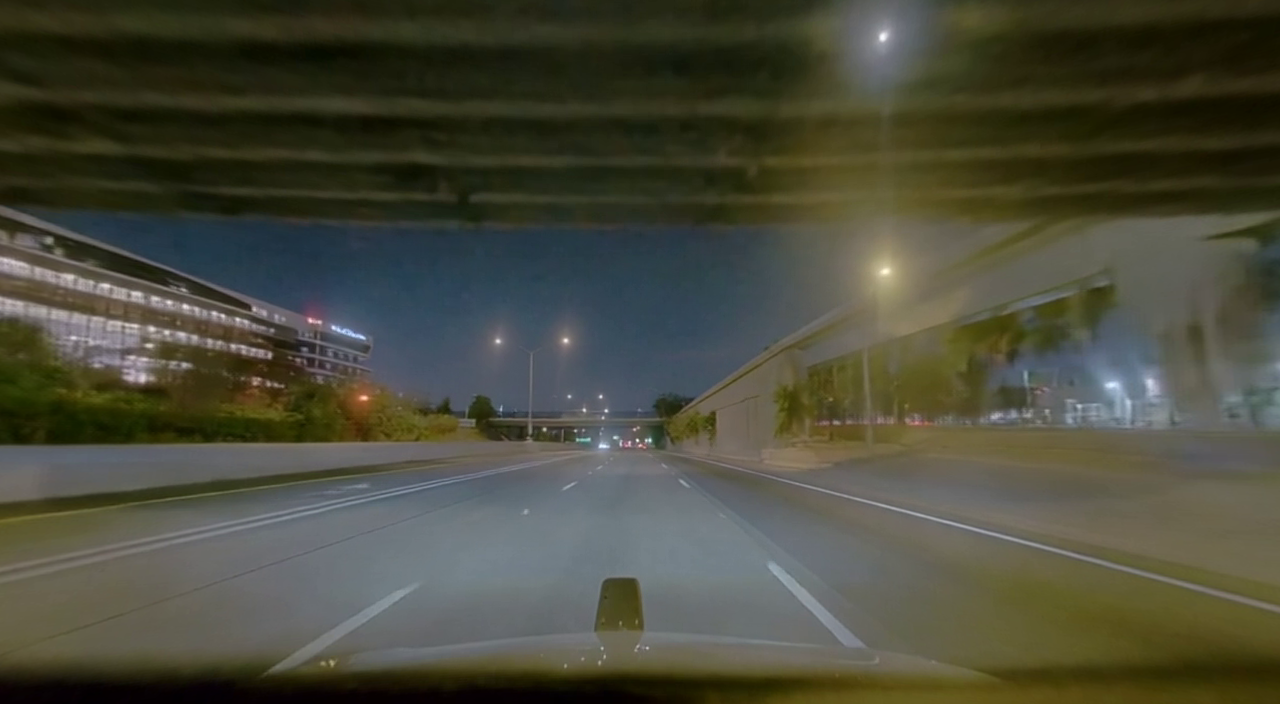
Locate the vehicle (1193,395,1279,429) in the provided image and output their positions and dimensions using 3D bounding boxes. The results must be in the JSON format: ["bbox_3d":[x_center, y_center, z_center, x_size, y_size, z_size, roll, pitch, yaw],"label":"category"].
[{"bbox_3d":[46.426,4.740,48.734,2.307,2.263,6.123,-1,-9,9],"label":"vehicle"}]
